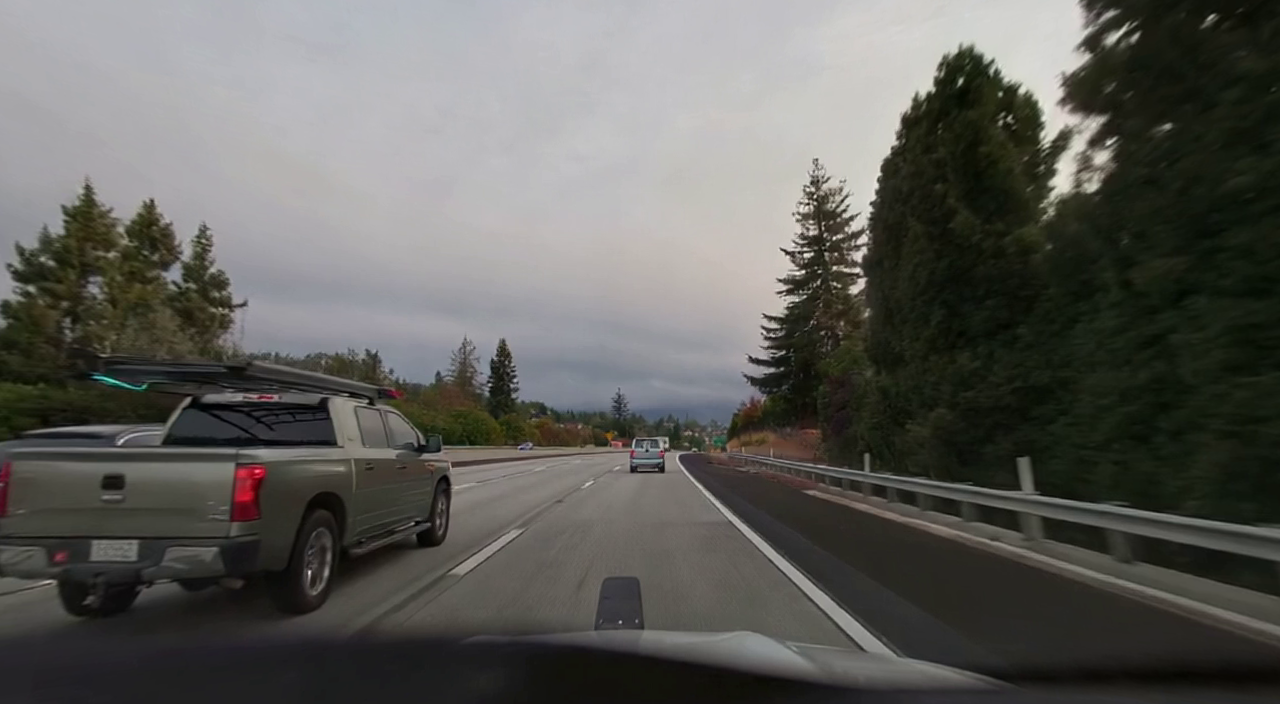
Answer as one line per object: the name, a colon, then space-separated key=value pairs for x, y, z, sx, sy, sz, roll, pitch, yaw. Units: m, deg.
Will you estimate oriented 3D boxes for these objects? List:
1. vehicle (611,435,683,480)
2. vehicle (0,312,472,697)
vehicle: x=0.289 y=4.391 z=26.549 sx=2.715 sy=1.669 sz=5.163 roll=0 pitch=-9 yaw=1
vehicle: x=-3.327 y=1.109 z=5.681 sx=2.250 sy=1.947 sz=4.860 roll=0 pitch=-9 yaw=0
